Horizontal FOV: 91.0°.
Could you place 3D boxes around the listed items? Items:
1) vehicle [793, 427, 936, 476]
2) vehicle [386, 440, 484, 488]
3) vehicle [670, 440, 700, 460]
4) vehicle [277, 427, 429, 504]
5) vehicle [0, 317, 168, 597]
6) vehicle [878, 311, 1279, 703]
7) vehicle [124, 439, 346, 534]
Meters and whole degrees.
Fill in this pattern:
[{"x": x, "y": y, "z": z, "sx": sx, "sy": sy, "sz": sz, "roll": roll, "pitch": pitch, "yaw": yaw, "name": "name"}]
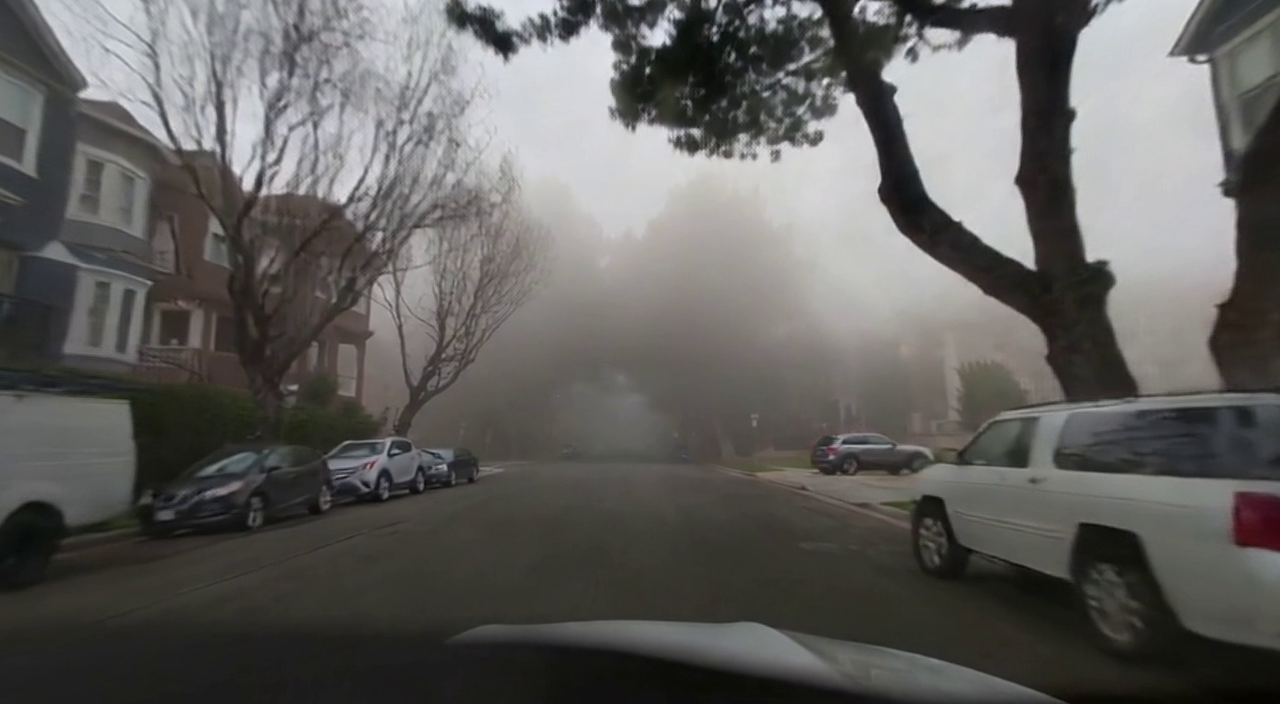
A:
[{"x": 8.322, "y": 3.737, "z": 23.827, "sx": 4.726, "sy": 1.731, "sz": 2.075, "roll": -1, "pitch": -8, "yaw": 8, "name": "vehicle"}, {"x": -7.179, "y": 3.954, "z": 22.597, "sx": 1.912, "sy": 1.466, "sz": 4.754, "roll": -2, "pitch": -9, "yaw": 1, "name": "vehicle"}, {"x": 3.471, "y": 7.693, "z": 49.505, "sx": 1.956, "sy": 1.468, "sz": 4.698, "roll": 1, "pitch": -8, "yaw": -1, "name": "vehicle"}, {"x": -7.553, "y": 3.054, "z": 17.151, "sx": 2.136, "sy": 1.758, "sz": 4.297, "roll": -2, "pitch": -9, "yaw": 0, "name": "vehicle"}, {"x": -7.335, "y": 0.887, "z": 5.251, "sx": 2.341, "sy": 2.674, "sz": 5.753, "roll": 0, "pitch": -9, "yaw": -2, "name": "vehicle"}, {"x": 4.096, "y": 1.137, "z": 5.271, "sx": 2.216, "sy": 1.955, "sz": 4.970, "roll": 0, "pitch": -8, "yaw": 0, "name": "vehicle"}, {"x": -7.428, "y": 2.446, "z": 12.075, "sx": 1.845, "sy": 1.510, "sz": 3.729, "roll": 1, "pitch": -8, "yaw": -2, "name": "vehicle"}]
